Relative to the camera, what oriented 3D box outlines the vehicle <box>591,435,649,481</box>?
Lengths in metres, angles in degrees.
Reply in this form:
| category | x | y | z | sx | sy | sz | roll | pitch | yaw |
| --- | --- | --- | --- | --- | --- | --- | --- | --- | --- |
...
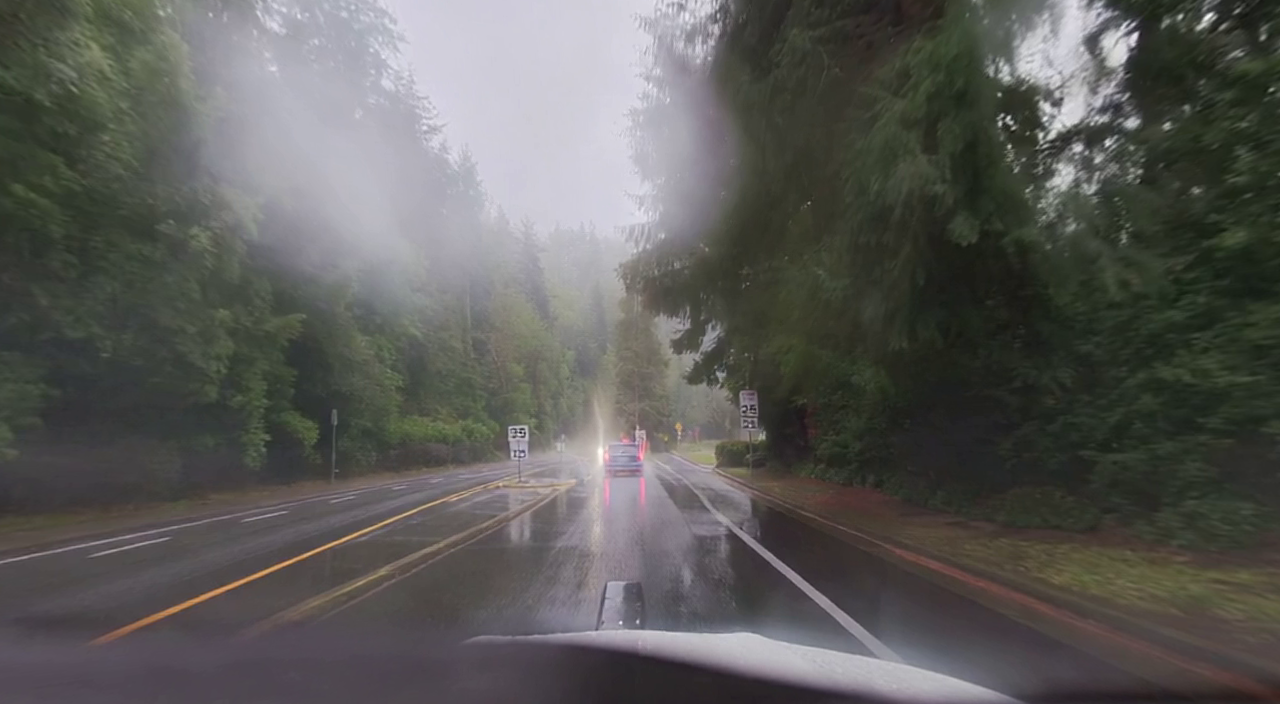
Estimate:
| category | x | y | z | sx | sy | sz | roll | pitch | yaw |
| --- | --- | --- | --- | --- | --- | --- | --- | --- | --- |
| vehicle | -0.849 | 4.330 | 25.948 | 2.216 | 1.708 | 4.110 | 1 | -9 | -3 |
